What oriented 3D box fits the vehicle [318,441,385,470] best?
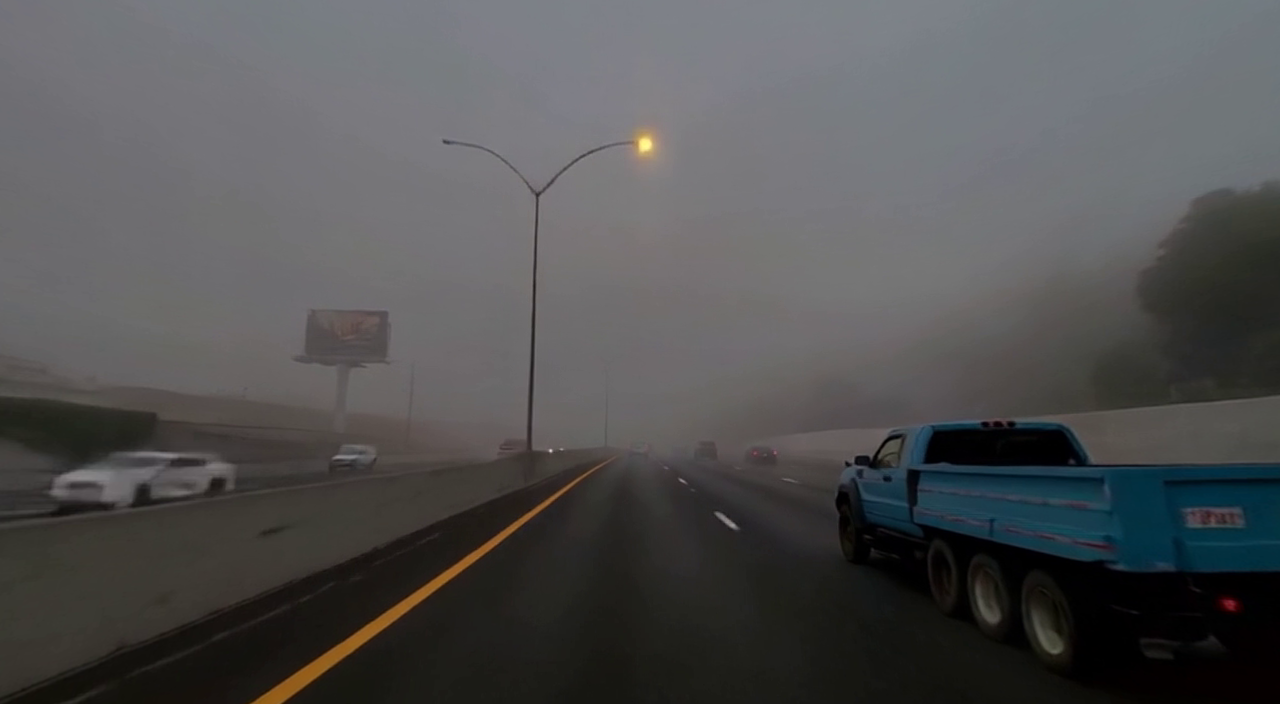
[{"bbox_3d":[-18.281,6.578,40.342,1.894,1.693,5.000,0,-9,0],"label":"vehicle"}]

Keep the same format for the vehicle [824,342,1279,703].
[{"bbox_3d":[3.104,1.121,4.947,1.973,1.710,4.476,0,-8,0],"label":"vehicle"}]

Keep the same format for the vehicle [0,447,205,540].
[{"bbox_3d":[-10.877,2.605,12.314,1.834,1.445,4.127,0,-8,0],"label":"vehicle"}]
